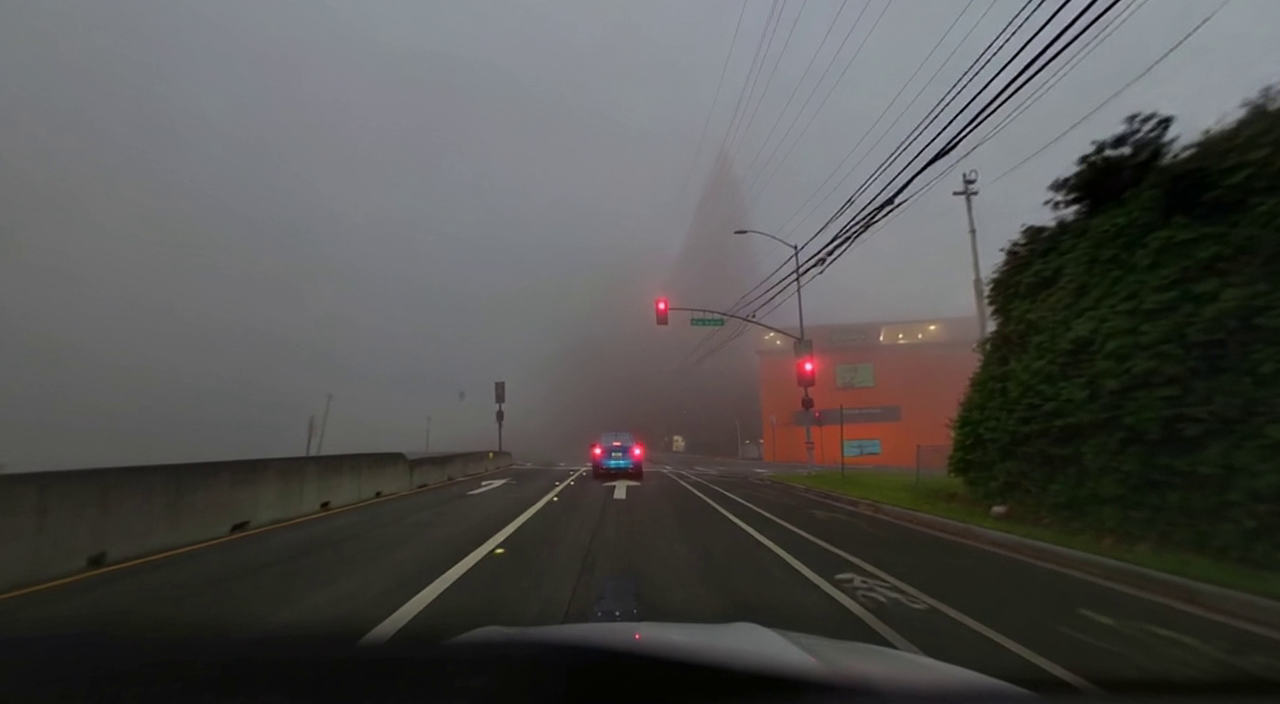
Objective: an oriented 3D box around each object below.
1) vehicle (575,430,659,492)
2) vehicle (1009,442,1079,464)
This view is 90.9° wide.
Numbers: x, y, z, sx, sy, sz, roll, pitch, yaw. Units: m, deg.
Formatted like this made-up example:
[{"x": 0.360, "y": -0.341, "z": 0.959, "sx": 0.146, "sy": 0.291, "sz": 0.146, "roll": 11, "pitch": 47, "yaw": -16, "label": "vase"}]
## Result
[{"x": -0.624, "y": 3.017, "z": 17.895, "sx": 2.123, "sy": 1.566, "sz": 3.662, "roll": 0, "pitch": -8, "yaw": -1, "label": "vehicle"}, {"x": 27.501, "y": 6.838, "z": 42.943, "sx": 1.635, "sy": 1.433, "sz": 3.558, "roll": 5, "pitch": -9, "yaw": -32, "label": "vehicle"}]
